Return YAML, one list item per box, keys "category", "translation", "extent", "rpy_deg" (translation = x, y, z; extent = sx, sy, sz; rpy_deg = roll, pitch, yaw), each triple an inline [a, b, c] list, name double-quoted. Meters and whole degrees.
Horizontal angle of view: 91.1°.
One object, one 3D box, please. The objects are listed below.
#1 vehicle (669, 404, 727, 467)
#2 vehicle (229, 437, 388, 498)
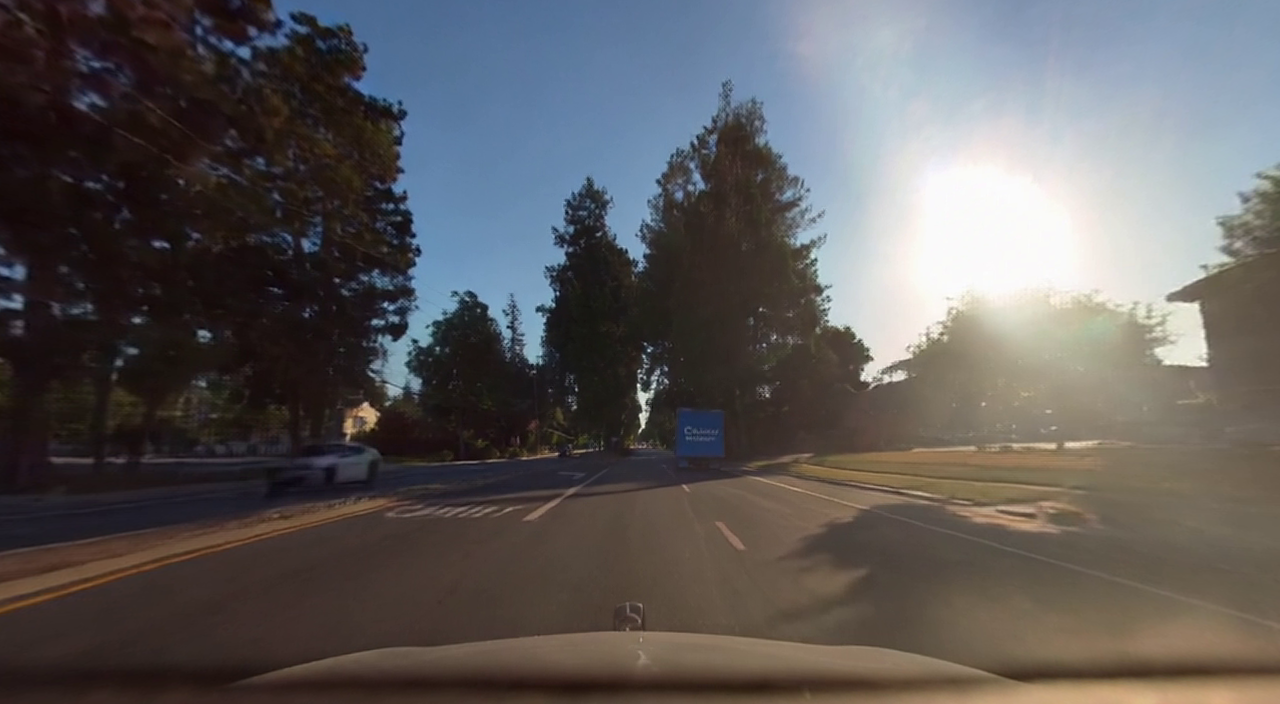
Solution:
- category: "vehicle"
  translation: [3.802, 5.849, 43.550]
  extent: [2.973, 3.848, 9.336]
  rpy_deg: [1, -8, -1]
- category: "vehicle"
  translation: [-9.071, 3.171, 17.736]
  extent: [2.011, 1.460, 4.420]
  rpy_deg: [0, -8, 1]
